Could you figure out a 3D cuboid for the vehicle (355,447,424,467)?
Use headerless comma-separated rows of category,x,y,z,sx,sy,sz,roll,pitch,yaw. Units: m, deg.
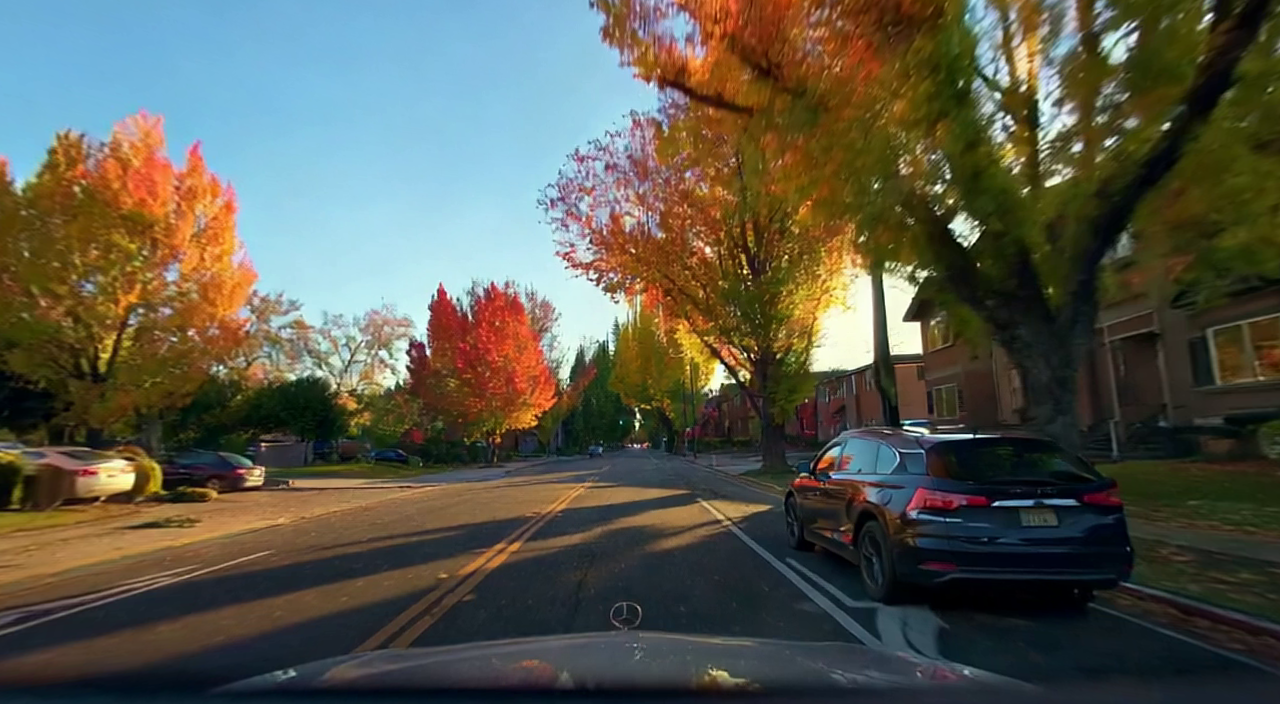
vehicle,-19.612,8.236,49.630,4.610,1.463,1.841,1,-9,-7

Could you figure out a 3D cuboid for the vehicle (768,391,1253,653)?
vehicle,3.056,1.530,6.847,2.224,1.791,4.834,0,-9,-1

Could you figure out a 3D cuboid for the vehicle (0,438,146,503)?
vehicle,-16.795,3.256,17.523,4.398,1.686,1.927,1,-9,-6

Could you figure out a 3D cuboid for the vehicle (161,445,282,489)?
vehicle,-15.871,4.355,24.295,1.881,1.490,4.430,0,-9,-5
